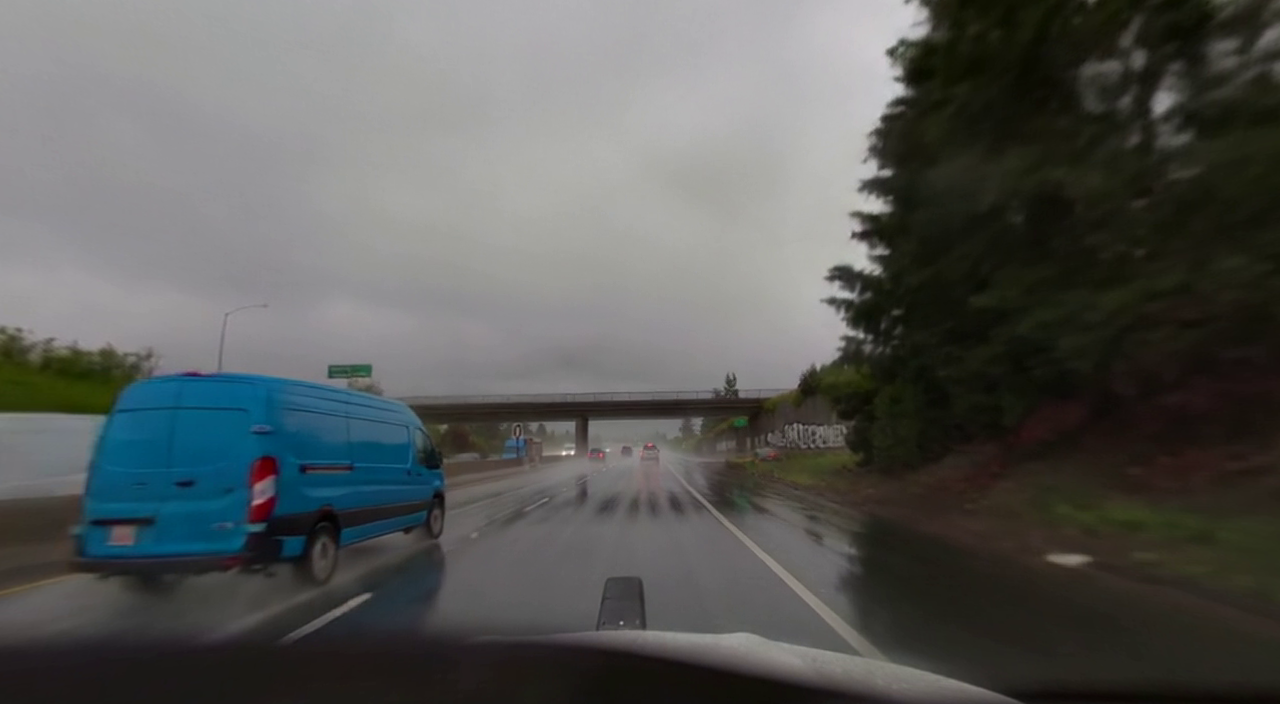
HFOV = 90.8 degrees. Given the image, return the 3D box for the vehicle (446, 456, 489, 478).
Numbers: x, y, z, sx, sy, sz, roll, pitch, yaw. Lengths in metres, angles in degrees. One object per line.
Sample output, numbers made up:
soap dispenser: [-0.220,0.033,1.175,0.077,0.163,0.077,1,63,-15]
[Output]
vehicle: [-12.562,8.391,46.208,1.859,1.450,4.431,0,-9,1]

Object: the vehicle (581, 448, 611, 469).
vehicle: [-3.352,8.167,48.628,1.994,1.471,3.962,0,-9,1]

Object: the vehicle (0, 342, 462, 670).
vehicle: [-3.770,1.319,6.528,2.310,2.030,5.094,0,-9,0]
